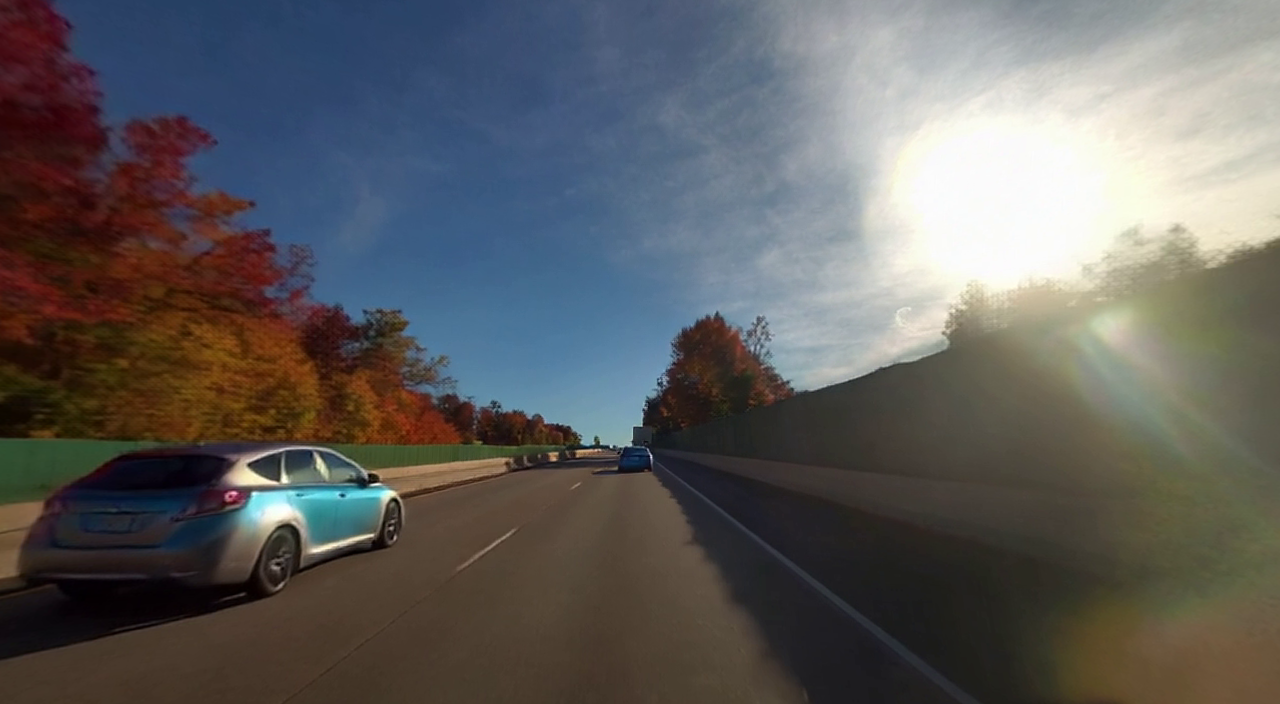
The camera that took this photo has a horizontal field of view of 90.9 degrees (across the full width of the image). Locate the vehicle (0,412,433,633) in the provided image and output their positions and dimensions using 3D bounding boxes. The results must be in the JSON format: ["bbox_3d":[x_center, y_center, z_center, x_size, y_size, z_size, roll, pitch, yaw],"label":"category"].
[{"bbox_3d":[-3.879,1.503,6.566,2.054,1.536,4.128,0,-8,0],"label":"vehicle"}]

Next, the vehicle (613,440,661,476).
[{"bbox_3d":[-0.165,4.793,28.703,2.057,1.516,4.065,0,-8,-1],"label":"vehicle"}]
